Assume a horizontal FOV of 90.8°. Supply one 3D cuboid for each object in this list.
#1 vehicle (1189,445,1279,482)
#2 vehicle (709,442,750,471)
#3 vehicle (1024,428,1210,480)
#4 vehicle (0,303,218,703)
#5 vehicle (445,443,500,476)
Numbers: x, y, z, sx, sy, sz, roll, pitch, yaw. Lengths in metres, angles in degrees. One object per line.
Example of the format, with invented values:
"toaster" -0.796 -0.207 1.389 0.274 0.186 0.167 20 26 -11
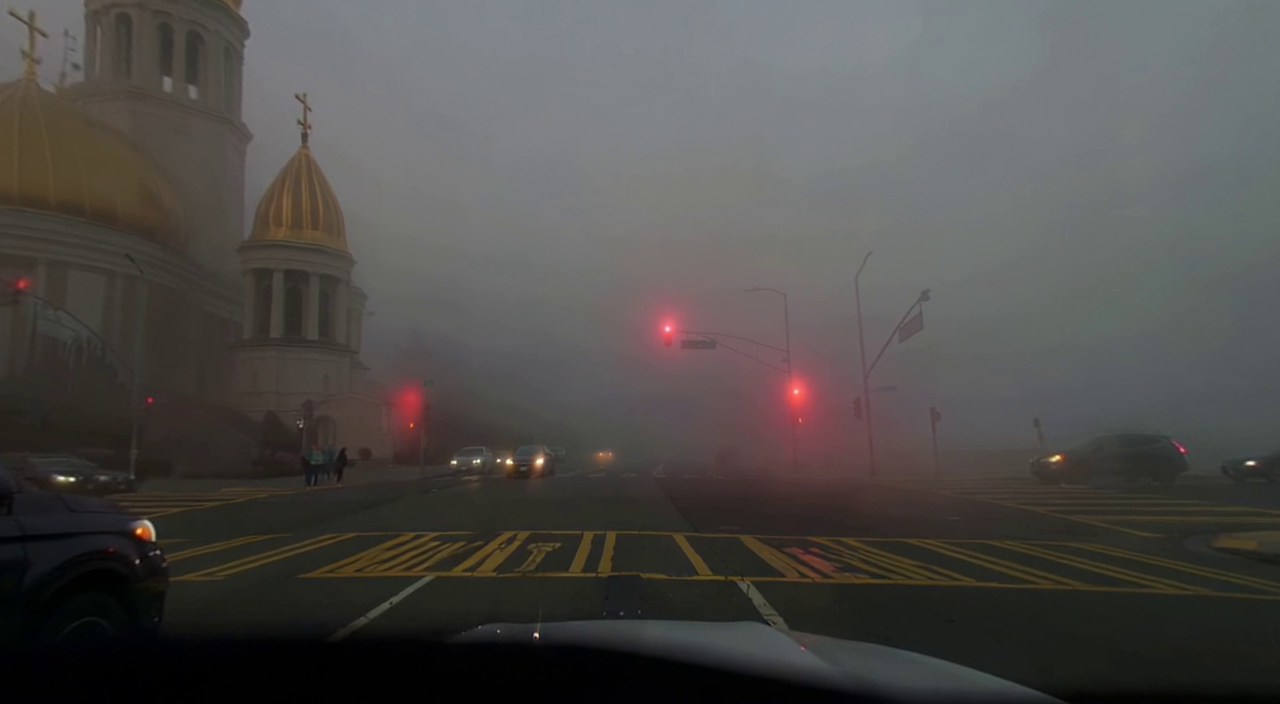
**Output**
"vehicle" 26.382 4.674 26.683 4.561 1.475 1.850 0 -8 0
"vehicle" 5.825 6.810 41.504 1.969 1.776 4.329 0 -8 -1
"vehicle" 19.875 4.271 26.578 5.852 2.057 2.361 0 -8 0
"vehicle" -3.880 0.574 1.101 2.251 2.009 5.688 0 -8 1
"vehicle" -10.236 6.594 38.971 2.076 1.876 4.669 0 -8 1
